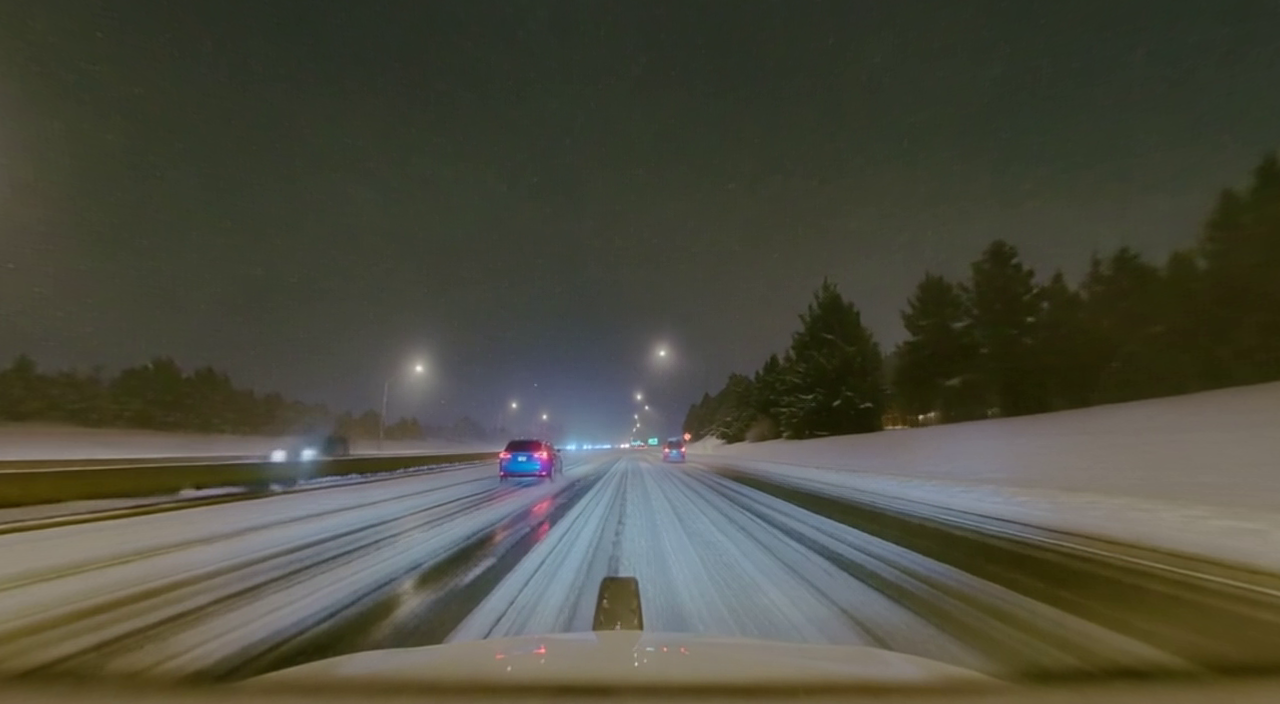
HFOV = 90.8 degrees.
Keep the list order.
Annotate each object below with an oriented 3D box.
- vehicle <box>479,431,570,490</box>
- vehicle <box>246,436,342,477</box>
[{"bbox_3d":[-3.853,3.739,22.085,2.205,1.773,5.124,0,-9,0],"label":"vehicle"},{"bbox_3d":[-19.006,5.774,35.079,2.458,2.103,5.026,0,-9,0],"label":"vehicle"}]
